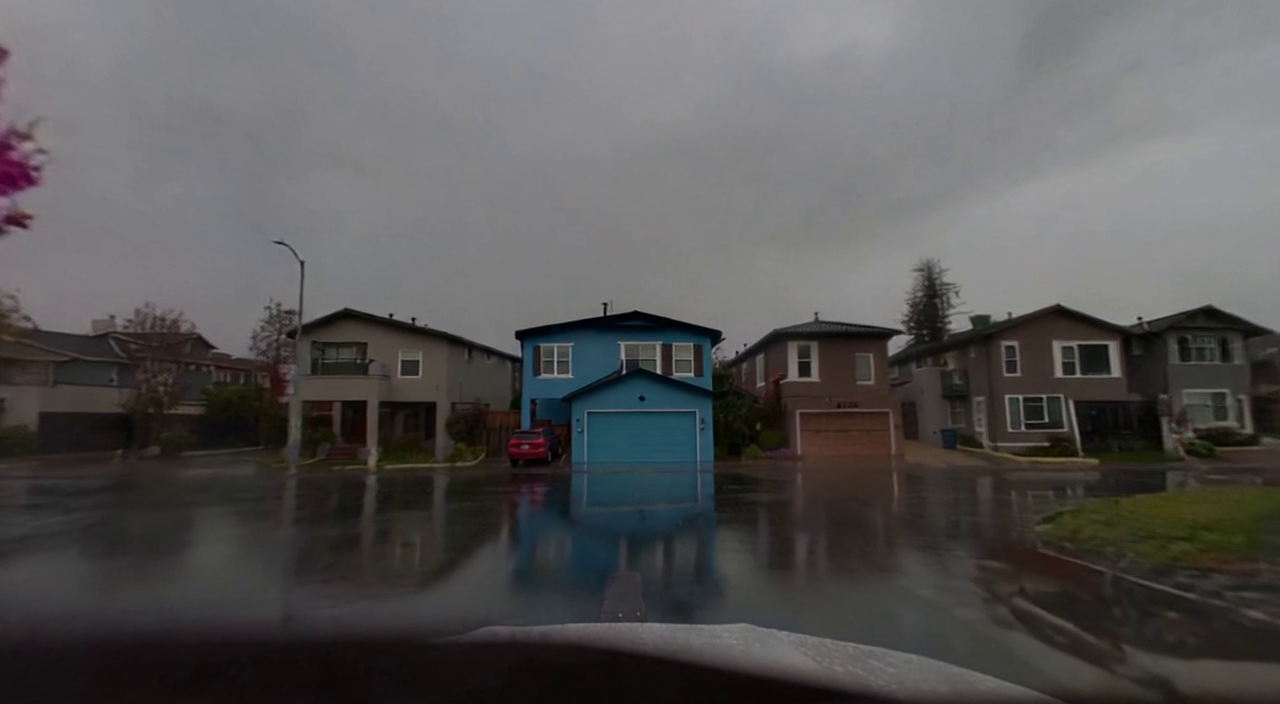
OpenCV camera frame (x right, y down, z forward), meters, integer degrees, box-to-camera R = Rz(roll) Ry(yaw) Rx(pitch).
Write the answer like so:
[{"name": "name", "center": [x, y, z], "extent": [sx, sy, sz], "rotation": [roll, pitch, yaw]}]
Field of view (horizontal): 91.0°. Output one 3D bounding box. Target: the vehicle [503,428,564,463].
[{"name": "vehicle", "center": [-4.792, 4.320, 29.032], "extent": [1.968, 1.491, 4.486], "rotation": [0, -9, 1]}]
